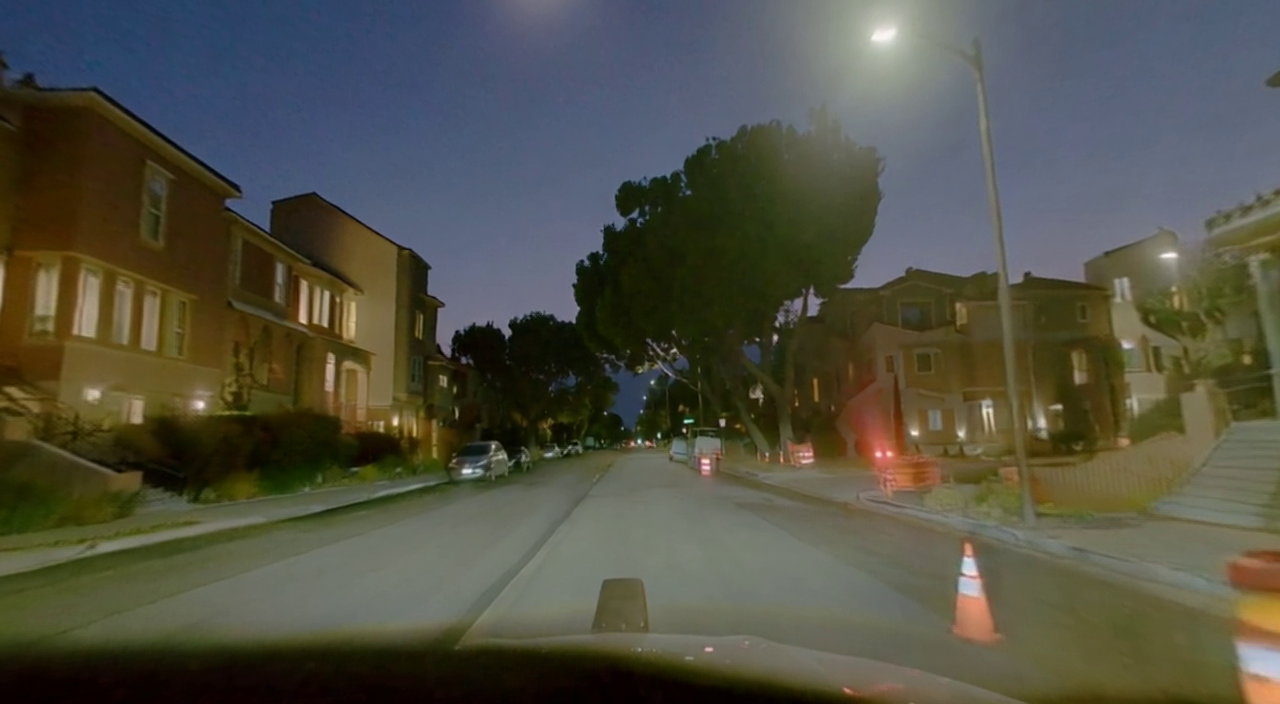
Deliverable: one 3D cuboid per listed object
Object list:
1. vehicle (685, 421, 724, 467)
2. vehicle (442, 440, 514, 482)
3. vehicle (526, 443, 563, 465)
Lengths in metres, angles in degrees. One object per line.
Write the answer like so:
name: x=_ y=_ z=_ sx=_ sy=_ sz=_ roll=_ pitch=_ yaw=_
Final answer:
vehicle: x=3.793 y=5.480 z=37.688 sx=2.082 sy=2.534 sz=3.248 roll=-2 pitch=-8 yaw=3
vehicle: x=-6.801 y=4.583 z=26.892 sx=1.957 sy=1.608 sz=4.476 roll=0 pitch=-8 yaw=-1
vehicle: x=-6.942 y=7.443 z=46.248 sx=1.974 sy=1.479 sz=4.607 roll=0 pitch=-8 yaw=0
